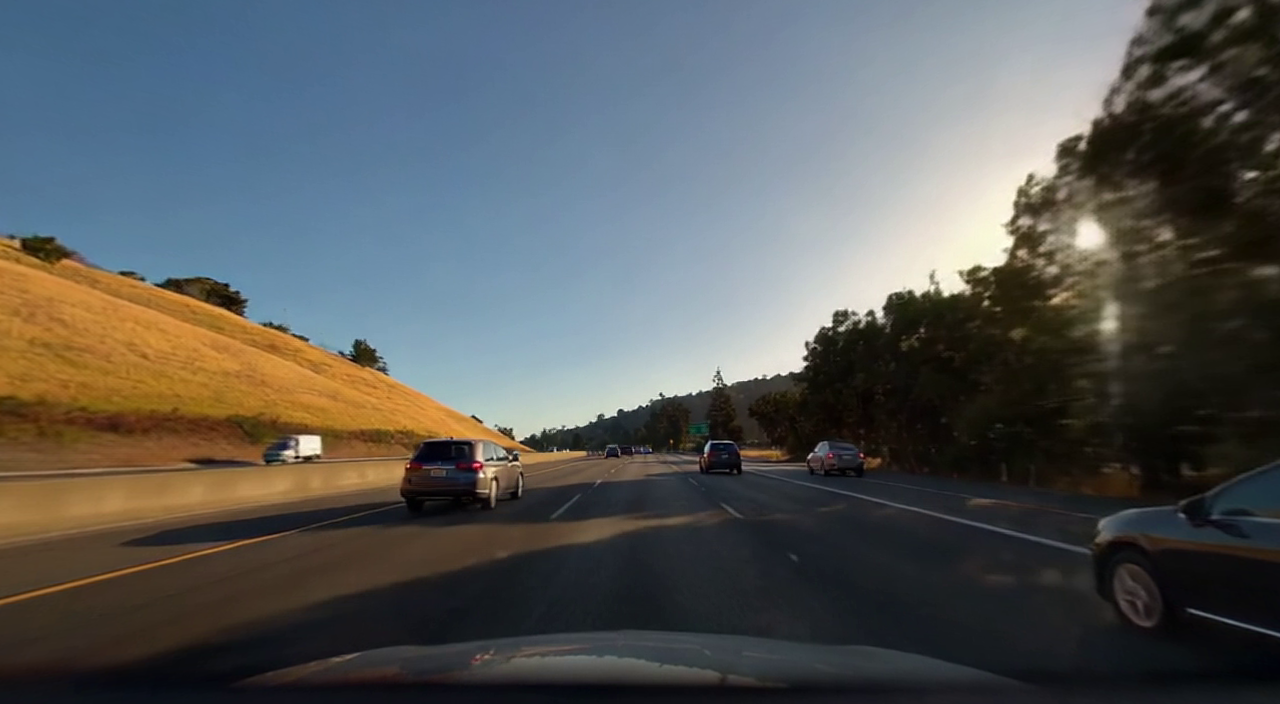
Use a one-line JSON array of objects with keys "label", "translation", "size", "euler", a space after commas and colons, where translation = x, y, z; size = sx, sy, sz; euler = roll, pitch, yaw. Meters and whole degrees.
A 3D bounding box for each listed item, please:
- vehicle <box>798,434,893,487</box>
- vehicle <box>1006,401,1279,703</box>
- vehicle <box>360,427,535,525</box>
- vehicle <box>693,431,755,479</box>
[{"label": "vehicle", "translation": [7.353, 3.903, 23.056], "size": [1.998, 1.717, 4.338], "euler": [0, -8, 0]}, {"label": "vehicle", "translation": [3.456, 0.877, 2.079], "size": [1.941, 1.481, 4.300], "euler": [0, -9, 1]}, {"label": "vehicle", "translation": [-3.704, 2.482, 13.169], "size": [2.166, 1.672, 4.388], "euler": [0, -8, 1]}, {"label": "vehicle", "translation": [3.643, 4.583, 28.352], "size": [2.121, 1.925, 5.056], "euler": [0, -8, 0]}]
